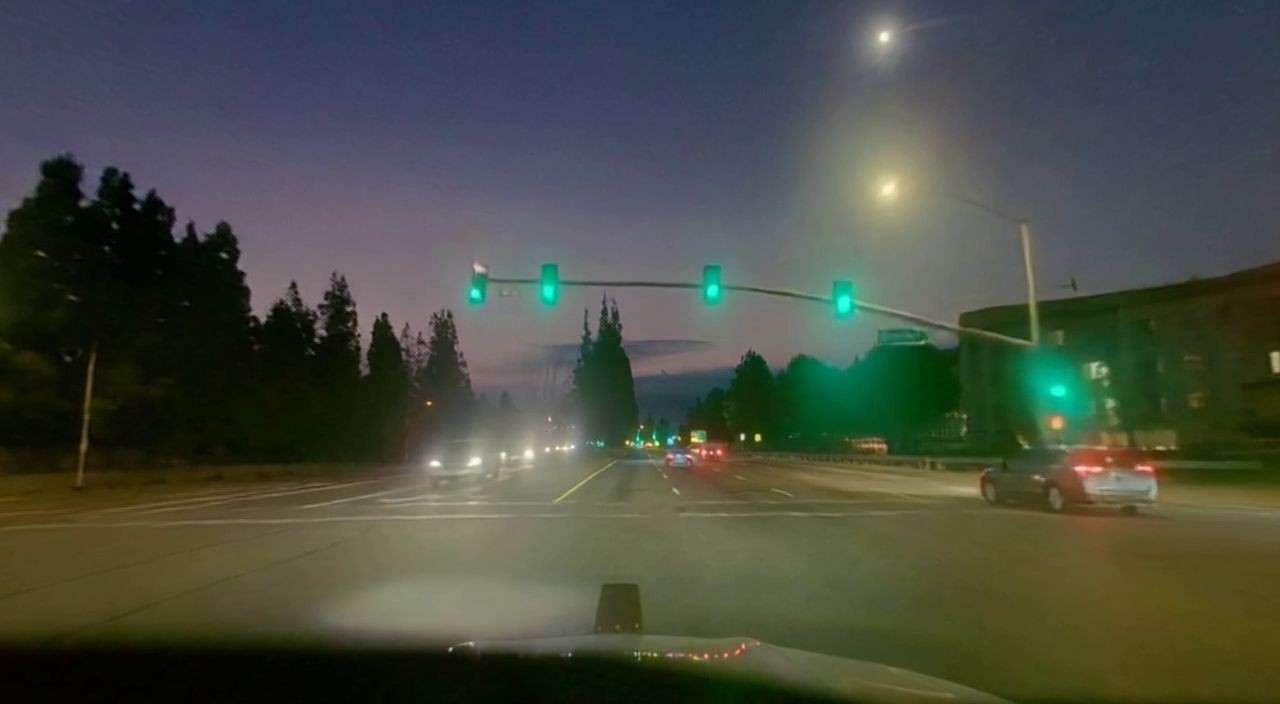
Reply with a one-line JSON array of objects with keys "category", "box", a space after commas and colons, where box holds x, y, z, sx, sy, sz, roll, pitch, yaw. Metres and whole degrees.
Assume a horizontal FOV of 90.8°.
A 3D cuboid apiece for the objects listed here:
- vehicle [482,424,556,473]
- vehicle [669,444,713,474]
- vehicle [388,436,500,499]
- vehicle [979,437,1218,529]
[{"category": "vehicle", "box": [-5.780, 4.729, 31.157, 2.425, 2.167, 5.888, 0, -9, 1]}, {"category": "vehicle", "box": [2.737, 5.878, 34.850, 1.917, 1.538, 4.259, 0, -9, -2]}, {"category": "vehicle", "box": [-5.700, 3.354, 18.937, 1.986, 1.502, 4.224, -4, -8, 0]}, {"category": "vehicle", "box": [9.436, 2.682, 13.578, 1.798, 1.621, 4.304, 0, -8, -1]}]
